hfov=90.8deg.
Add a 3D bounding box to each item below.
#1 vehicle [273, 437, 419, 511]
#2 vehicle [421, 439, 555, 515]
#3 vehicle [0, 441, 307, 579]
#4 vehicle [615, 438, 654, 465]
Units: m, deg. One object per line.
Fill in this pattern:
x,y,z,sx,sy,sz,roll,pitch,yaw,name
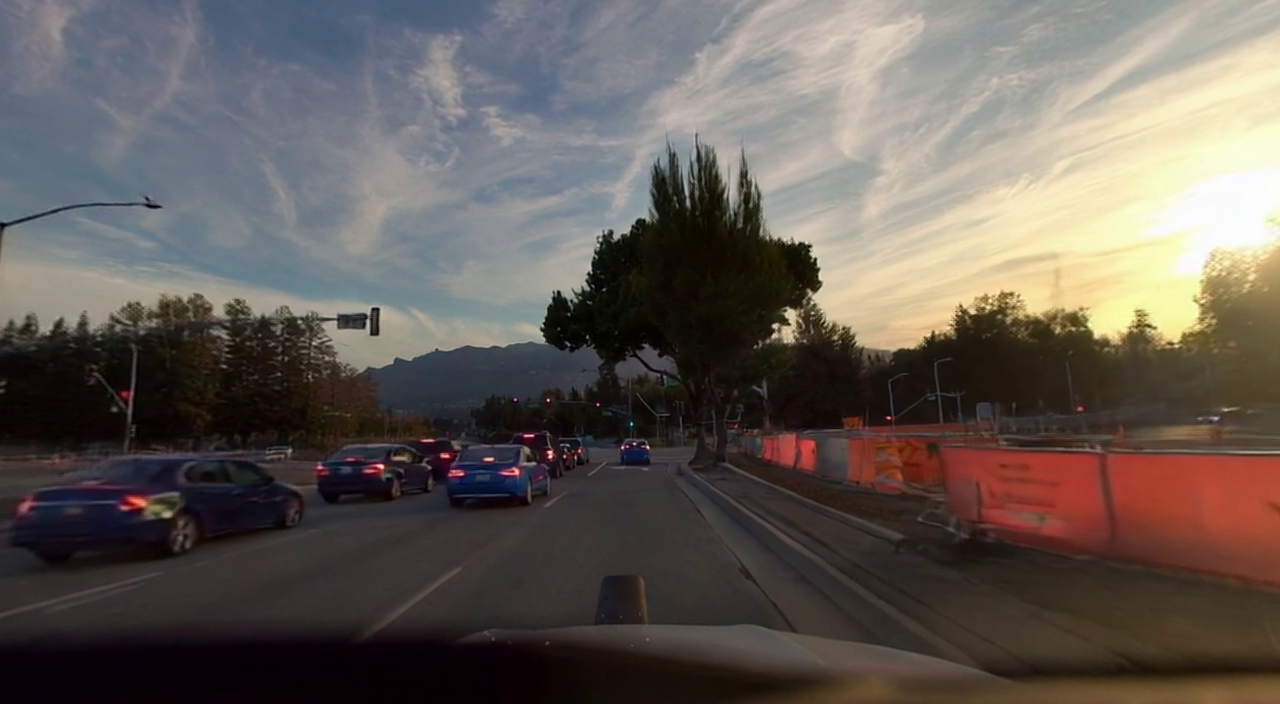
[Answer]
-7.944,3.305,17.645,1.949,1.697,4.406,-3,-9,0,vehicle
-3.279,2.783,14.562,2.042,1.441,4.172,-1,-9,0,vehicle
-7.086,2.180,9.521,1.900,1.507,4.285,-3,-9,-1,vehicle
-0.333,5.967,37.809,2.183,1.506,4.286,0,-9,0,vehicle
